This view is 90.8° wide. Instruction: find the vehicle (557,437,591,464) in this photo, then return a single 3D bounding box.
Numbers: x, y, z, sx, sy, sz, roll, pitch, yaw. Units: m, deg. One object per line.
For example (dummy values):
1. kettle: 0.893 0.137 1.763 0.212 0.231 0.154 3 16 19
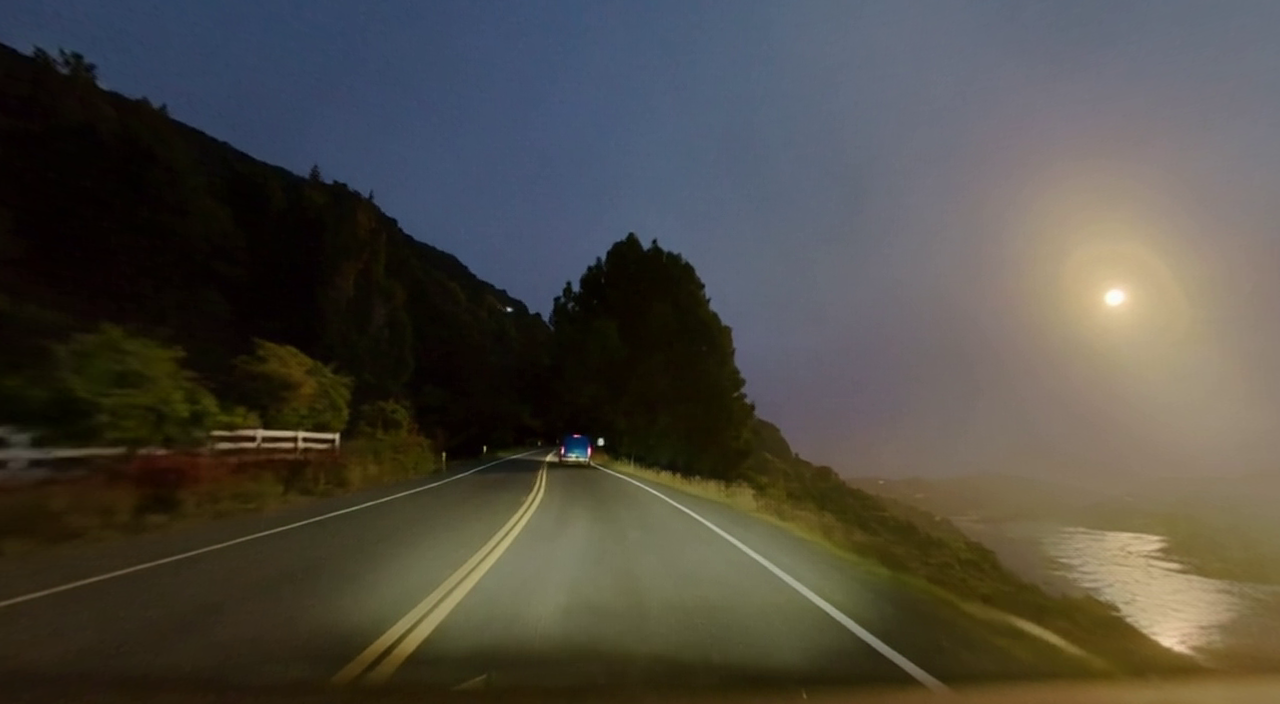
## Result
1. vehicle: -5.118 7.494 48.273 2.439 1.912 5.605 1 -9 -7
